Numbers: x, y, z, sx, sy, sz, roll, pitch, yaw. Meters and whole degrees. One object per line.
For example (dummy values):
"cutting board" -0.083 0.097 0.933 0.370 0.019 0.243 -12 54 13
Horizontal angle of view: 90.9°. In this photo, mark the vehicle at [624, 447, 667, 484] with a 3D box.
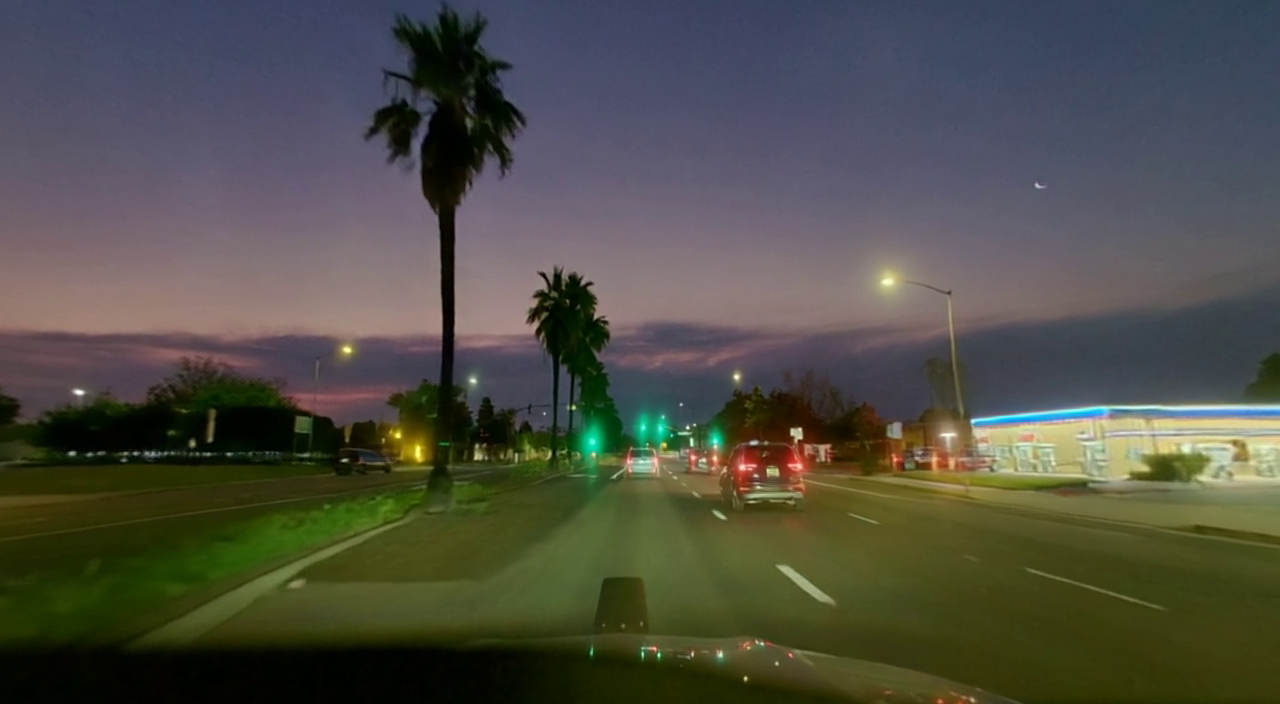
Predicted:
"vehicle" 0.265 5.538 30.944 1.991 1.664 3.814 0 -8 0

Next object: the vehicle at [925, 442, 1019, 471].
"vehicle" 21.692 6.818 41.280 4.831 1.816 2.295 0 -8 -2

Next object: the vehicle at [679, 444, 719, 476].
"vehicle" 3.806 7.052 41.540 2.154 1.975 4.634 0 -8 0

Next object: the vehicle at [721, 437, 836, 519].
"vehicle" 3.254 3.022 15.648 1.872 1.752 3.896 0 -8 -1
